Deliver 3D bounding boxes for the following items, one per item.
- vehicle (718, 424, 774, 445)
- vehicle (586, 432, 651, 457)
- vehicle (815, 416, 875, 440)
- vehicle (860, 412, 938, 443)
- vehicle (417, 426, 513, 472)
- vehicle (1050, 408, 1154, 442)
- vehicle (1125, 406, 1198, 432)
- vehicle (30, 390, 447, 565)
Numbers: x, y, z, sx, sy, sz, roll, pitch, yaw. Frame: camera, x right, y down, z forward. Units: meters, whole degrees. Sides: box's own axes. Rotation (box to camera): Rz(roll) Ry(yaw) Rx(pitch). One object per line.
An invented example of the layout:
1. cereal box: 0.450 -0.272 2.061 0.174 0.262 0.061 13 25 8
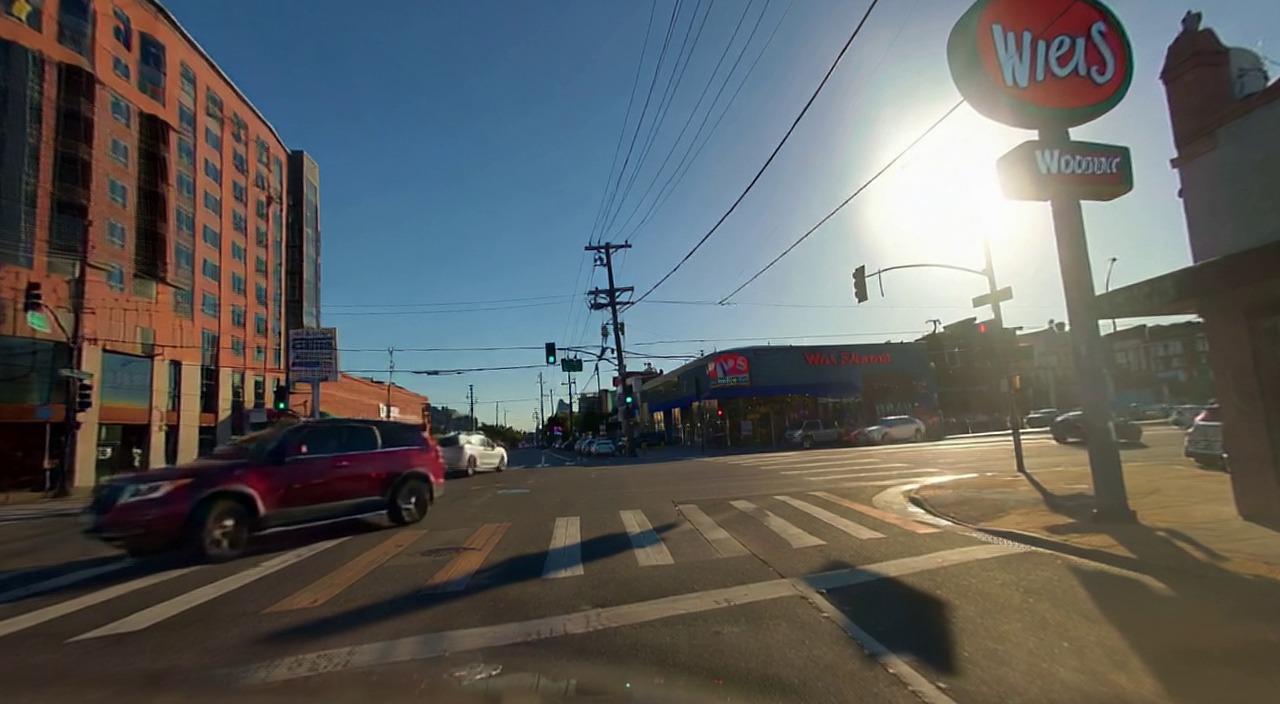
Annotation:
1. vehicle: 7.566 5.966 45.334 1.866 1.430 3.901 5 -10 -31
2. vehicle: -1.604 6.818 46.576 4.506 1.733 1.857 1 -9 -11
3. vehicle: 16.049 5.951 49.368 4.589 1.730 1.801 4 -8 -31
4. vehicle: 16.212 4.770 39.527 4.474 1.788 2.039 4 -10 -29
5. vehicle: -7.208 4.062 26.578 2.105 1.761 4.292 -2 -9 12
6. vehicle: 21.714 3.464 29.673 4.707 1.487 1.907 4 -9 -27
7. vehicle: 32.017 4.134 38.755 4.433 1.453 1.804 4 -10 -29
8. vehicle: -5.653 1.876 10.249 2.374 1.985 5.588 -2 -9 12
